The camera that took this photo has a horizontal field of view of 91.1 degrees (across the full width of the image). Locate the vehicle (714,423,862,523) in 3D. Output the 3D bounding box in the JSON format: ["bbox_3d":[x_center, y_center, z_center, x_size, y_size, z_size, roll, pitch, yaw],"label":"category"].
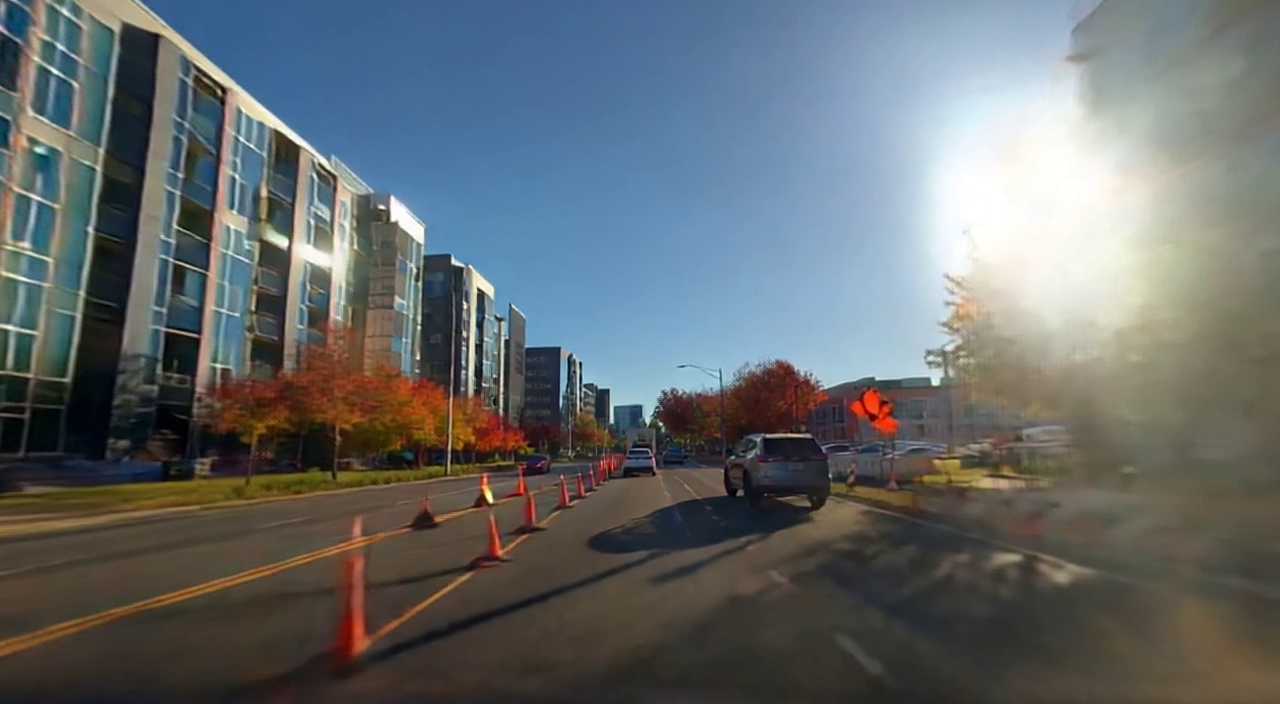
[{"bbox_3d":[3.065,2.651,14.411,2.120,1.828,5.531,0,-9,1],"label":"vehicle"}]

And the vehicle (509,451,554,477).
[{"bbox_3d":[-6.905,7.158,40.340,1.891,1.496,4.144,-1,-9,4],"label":"vehicle"}]

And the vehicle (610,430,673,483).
[{"bbox_3d":[0.083,5.132,31.041,2.762,2.309,6.723,0,-9,1],"label":"vehicle"}]

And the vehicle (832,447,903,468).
[{"bbox_3d":[17.031,7.900,47.044,4.568,1.478,1.900,2,-9,-13],"label":"vehicle"}]
